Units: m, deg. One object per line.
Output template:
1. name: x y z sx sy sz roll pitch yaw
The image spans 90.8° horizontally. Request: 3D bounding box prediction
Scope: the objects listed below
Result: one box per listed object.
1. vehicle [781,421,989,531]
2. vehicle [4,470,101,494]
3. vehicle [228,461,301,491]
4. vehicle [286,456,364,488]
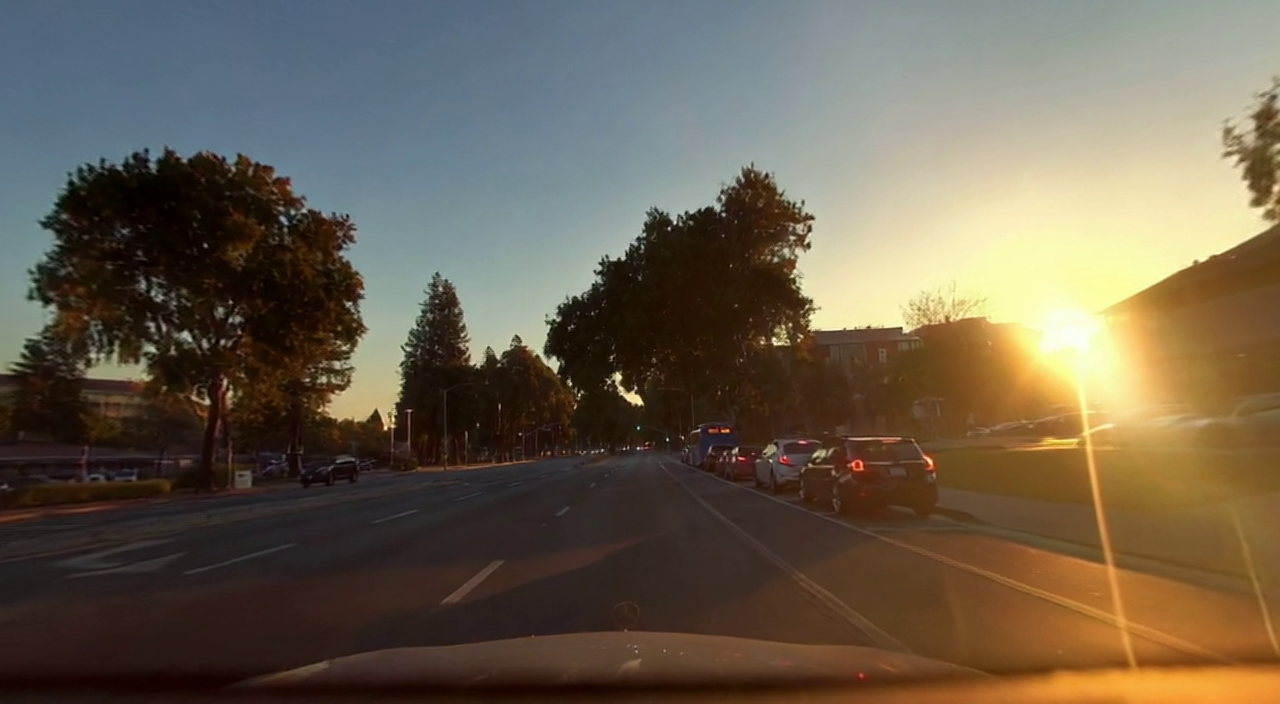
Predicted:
1. vehicle: 4.441 2.329 12.495 2.094 1.731 4.763 0 -8 -1
2. vehicle: -41.492 9.197 44.681 4.609 1.553 2.129 0 -9 -1
3. vehicle: -28.818 9.488 48.561 4.426 1.782 2.056 -5 -8 1
4. vehicle: -19.570 7.458 39.577 2.166 1.804 4.897 -1 -8 3
